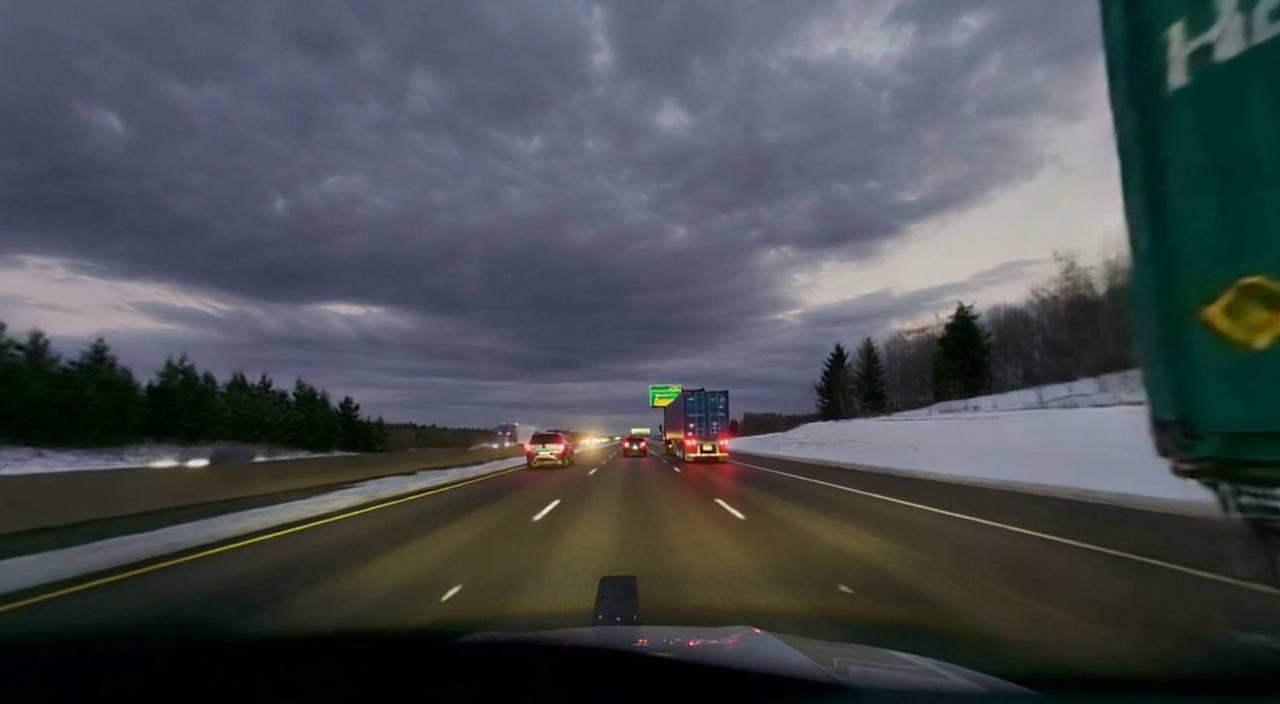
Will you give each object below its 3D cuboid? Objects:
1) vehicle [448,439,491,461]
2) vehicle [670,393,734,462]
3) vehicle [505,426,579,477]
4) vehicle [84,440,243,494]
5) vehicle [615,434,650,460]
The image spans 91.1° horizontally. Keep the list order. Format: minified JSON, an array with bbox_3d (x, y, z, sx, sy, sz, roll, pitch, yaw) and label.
[{"bbox_3d":[-12.911,7.438,47.888,1.954,1.527,4.652,0,-8,0],"label":"vehicle"},{"bbox_3d":[3.650,4.736,39.212,2.883,3.836,7.894,0,-8,-2],"label":"vehicle"},{"bbox_3d":[-3.513,3.654,23.395,2.054,1.671,4.445,0,-8,0],"label":"vehicle"},{"bbox_3d":[-15.570,3.731,20.910,1.889,1.586,4.369,0,-8,-1],"label":"vehicle"},{"bbox_3d":[-0.502,5.939,39.460,2.088,1.567,4.240,0,-8,-1],"label":"vehicle"}]
